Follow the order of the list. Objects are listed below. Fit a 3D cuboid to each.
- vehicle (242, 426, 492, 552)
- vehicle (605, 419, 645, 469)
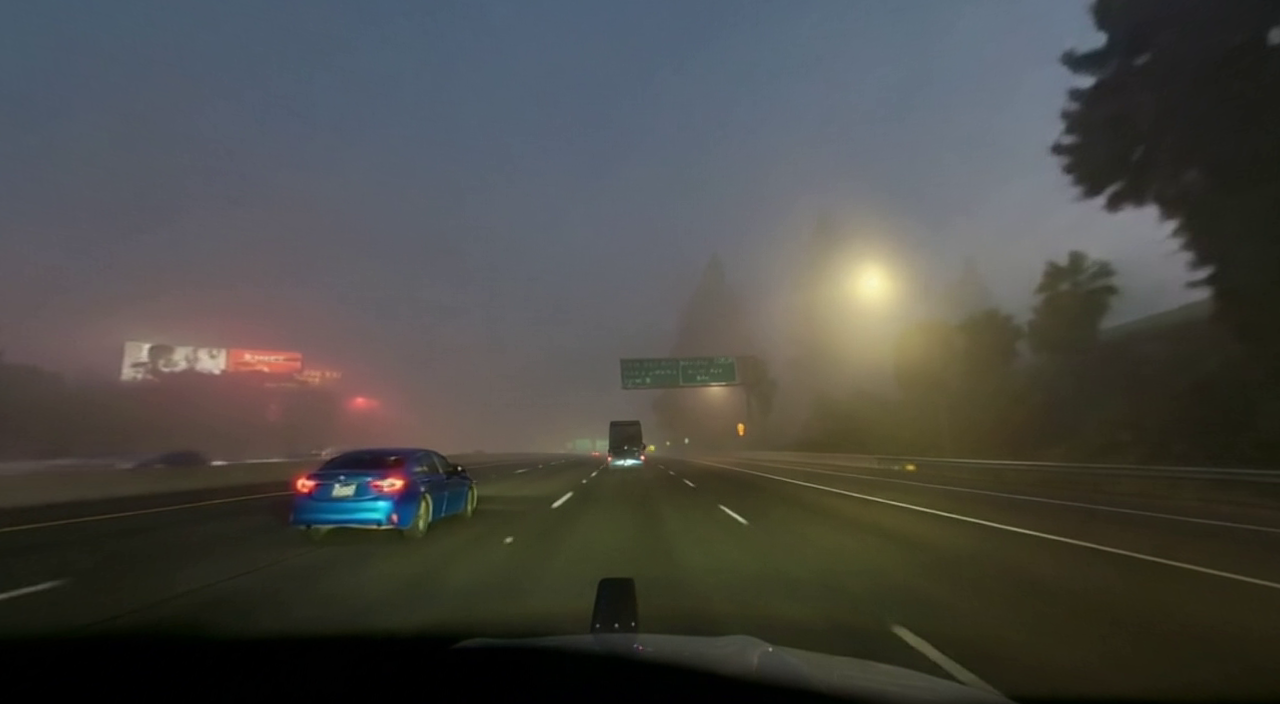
[{"bbox_3d":[-4.067,2.112,10.571,2.021,1.598,4.887,0,-8,0],"label":"vehicle"},{"bbox_3d":[-1.006,5.880,40.455,2.364,2.953,6.495,0,-8,-2],"label":"vehicle"}]
